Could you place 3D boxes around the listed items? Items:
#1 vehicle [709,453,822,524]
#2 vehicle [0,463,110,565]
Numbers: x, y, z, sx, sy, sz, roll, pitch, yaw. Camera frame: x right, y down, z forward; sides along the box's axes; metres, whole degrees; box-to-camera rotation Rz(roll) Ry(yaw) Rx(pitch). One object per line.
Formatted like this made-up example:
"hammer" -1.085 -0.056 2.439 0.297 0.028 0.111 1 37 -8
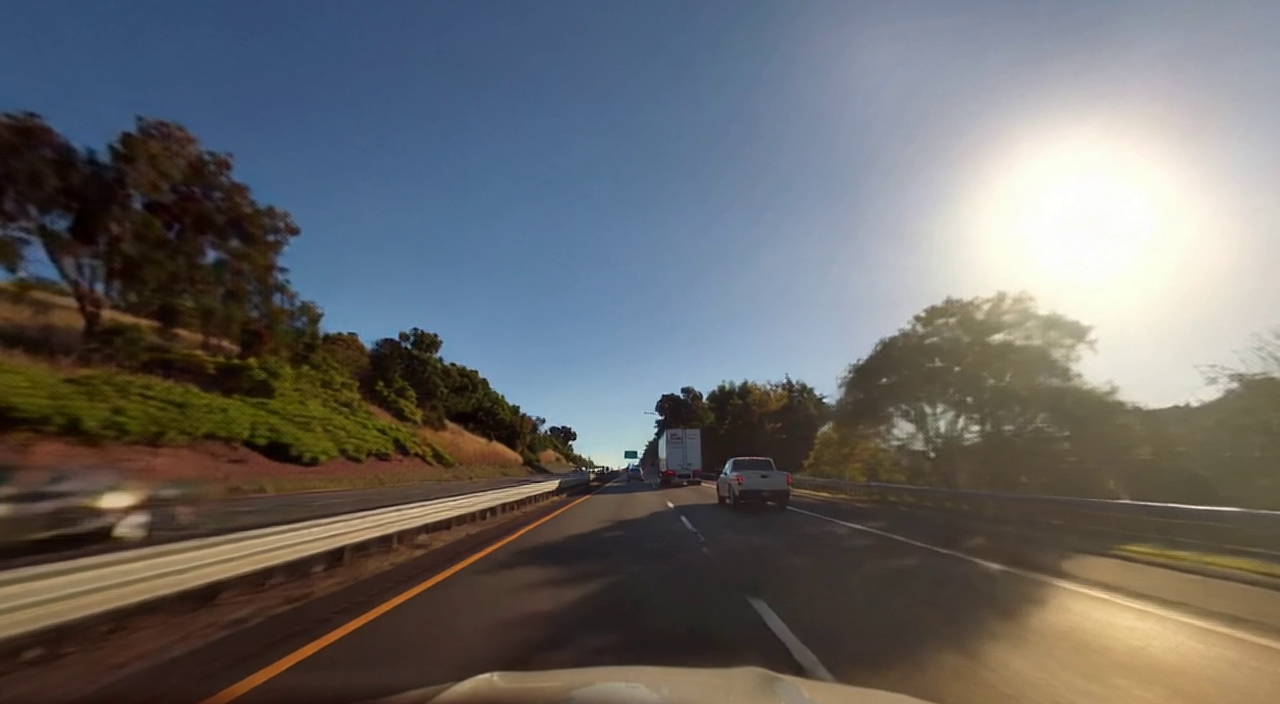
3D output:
"vehicle" 3.297 3.752 17.678 2.124 1.662 4.641 1 -10 -1
"vehicle" -10.316 2.306 8.944 2.015 1.457 3.979 1 -10 0
